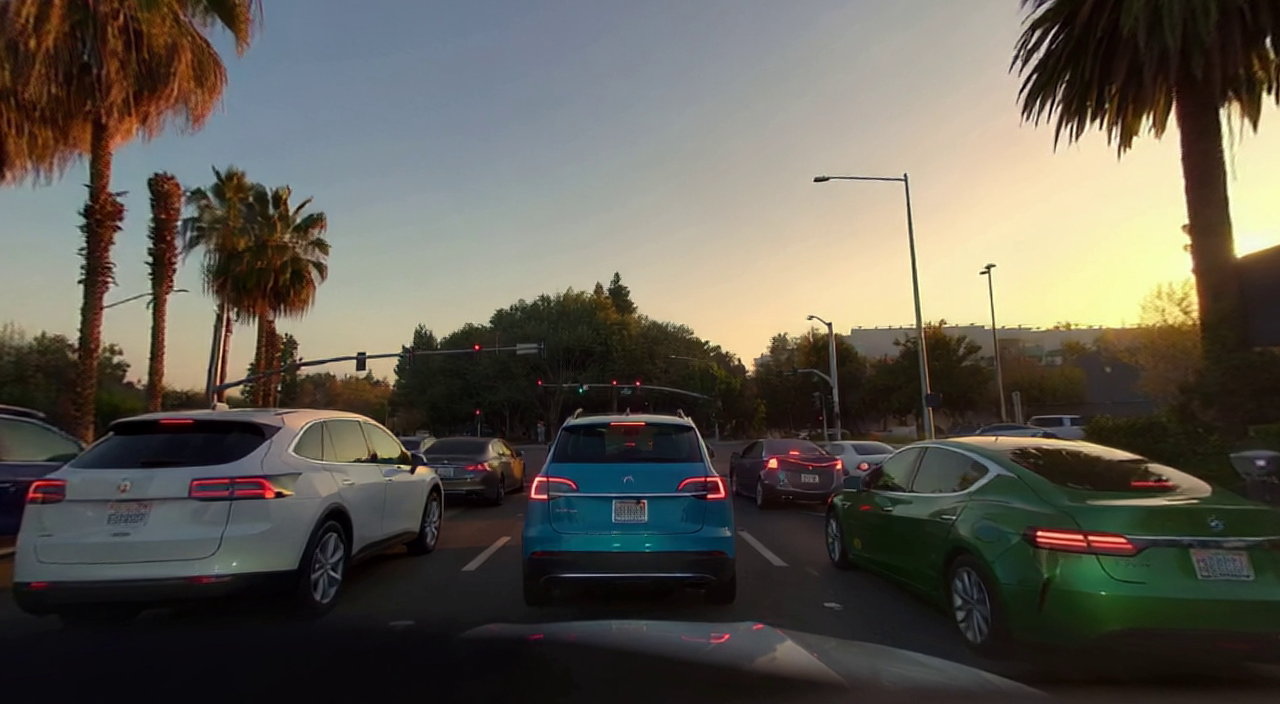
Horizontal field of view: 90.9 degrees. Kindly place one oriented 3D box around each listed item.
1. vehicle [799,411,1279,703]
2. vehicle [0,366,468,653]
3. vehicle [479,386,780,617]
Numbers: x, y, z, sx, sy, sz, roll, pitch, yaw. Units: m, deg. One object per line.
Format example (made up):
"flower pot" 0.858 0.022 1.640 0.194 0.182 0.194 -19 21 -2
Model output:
"vehicle" 2.966 1.364 5.252 2.017 1.491 4.611 0 -8 -1
"vehicle" -3.347 1.282 6.128 2.014 1.755 4.360 0 -8 1
"vehicle" -0.132 1.461 7.063 2.280 1.747 4.361 0 -8 -1
